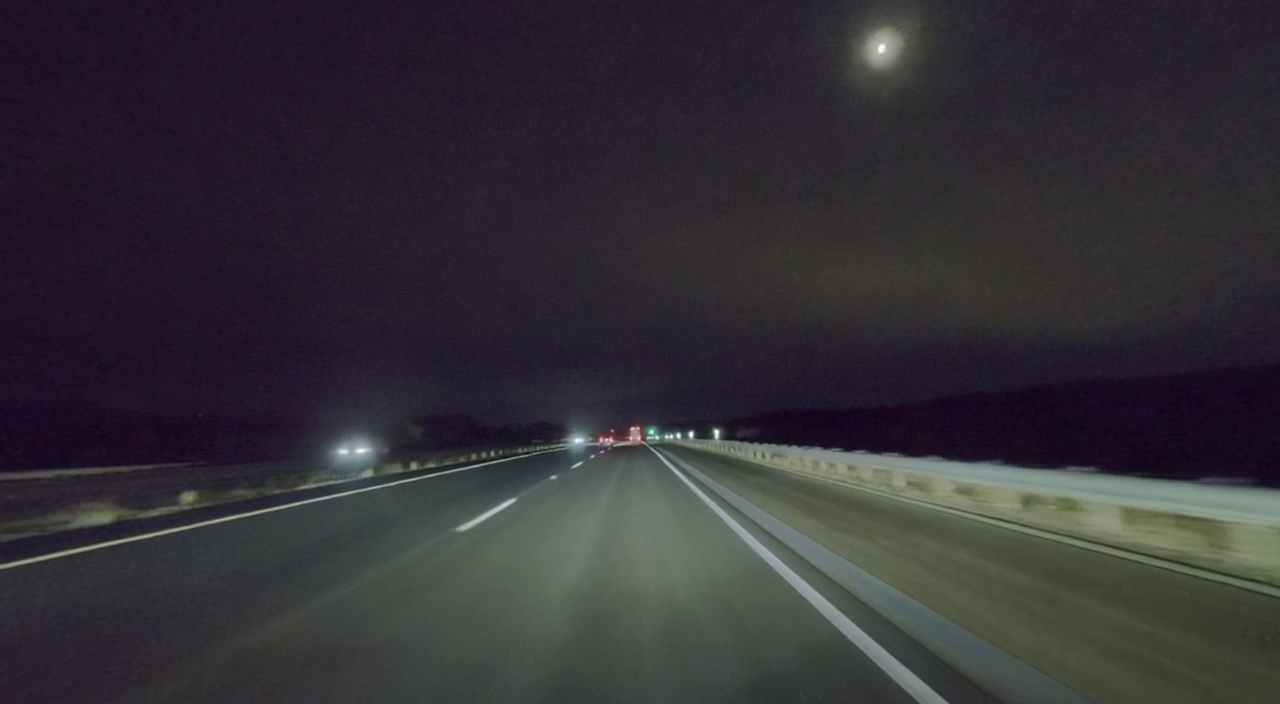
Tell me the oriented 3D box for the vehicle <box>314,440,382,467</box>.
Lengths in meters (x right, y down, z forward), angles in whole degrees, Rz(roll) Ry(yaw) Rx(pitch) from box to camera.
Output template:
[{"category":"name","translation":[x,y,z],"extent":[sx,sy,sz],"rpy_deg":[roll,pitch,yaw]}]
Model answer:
[{"category":"vehicle","translation":[-17.597,6.113,38.149],"extent":[1.962,1.520,4.598],"rpy_deg":[0,-8,0]}]
